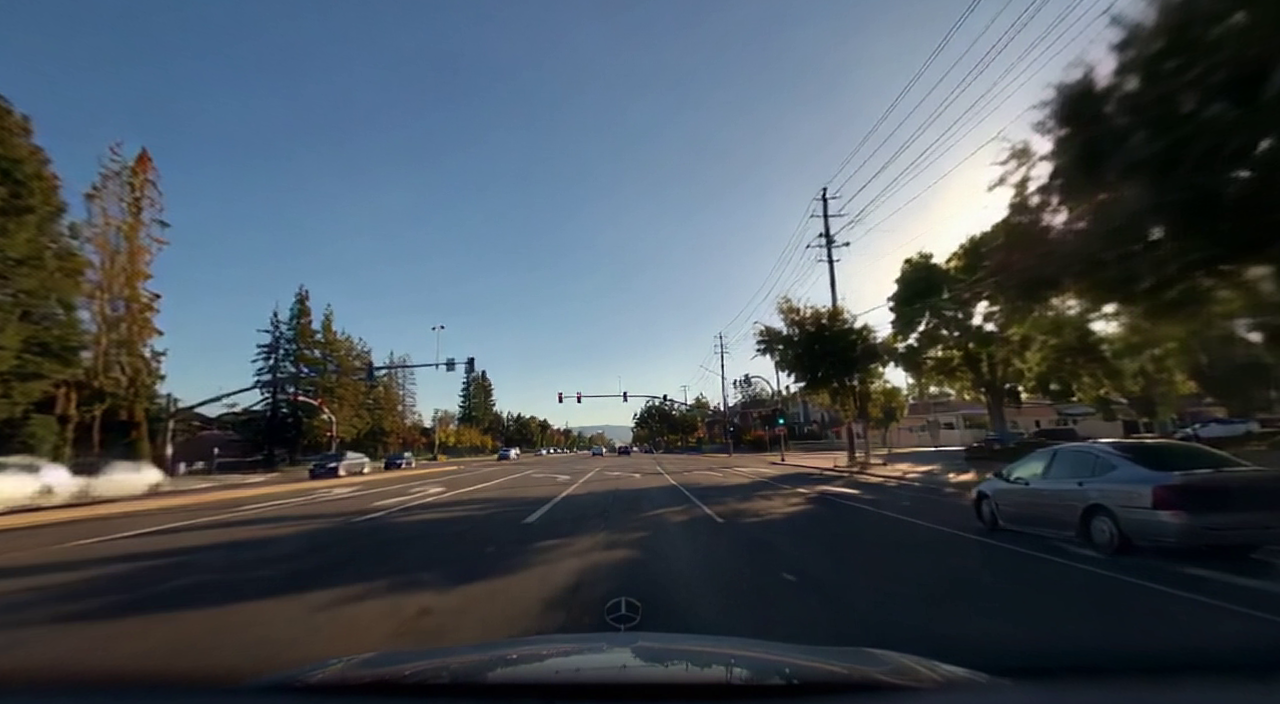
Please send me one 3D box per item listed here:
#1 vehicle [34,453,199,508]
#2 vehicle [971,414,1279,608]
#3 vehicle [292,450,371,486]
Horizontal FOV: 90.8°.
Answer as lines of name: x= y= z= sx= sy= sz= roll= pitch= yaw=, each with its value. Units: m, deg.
vehicle: x=-18.250 y=4.441 z=22.390 sx=1.944 sy=1.681 sz=4.593 roll=0 pitch=-9 yaw=-2
vehicle: x=6.080 y=1.566 z=7.102 sx=2.113 sy=1.520 sz=4.650 roll=0 pitch=-9 yaw=-1
vehicle: x=-14.804 y=5.568 z=30.576 sx=1.880 sy=1.545 sz=3.962 roll=0 pitch=-9 yaw=-1
